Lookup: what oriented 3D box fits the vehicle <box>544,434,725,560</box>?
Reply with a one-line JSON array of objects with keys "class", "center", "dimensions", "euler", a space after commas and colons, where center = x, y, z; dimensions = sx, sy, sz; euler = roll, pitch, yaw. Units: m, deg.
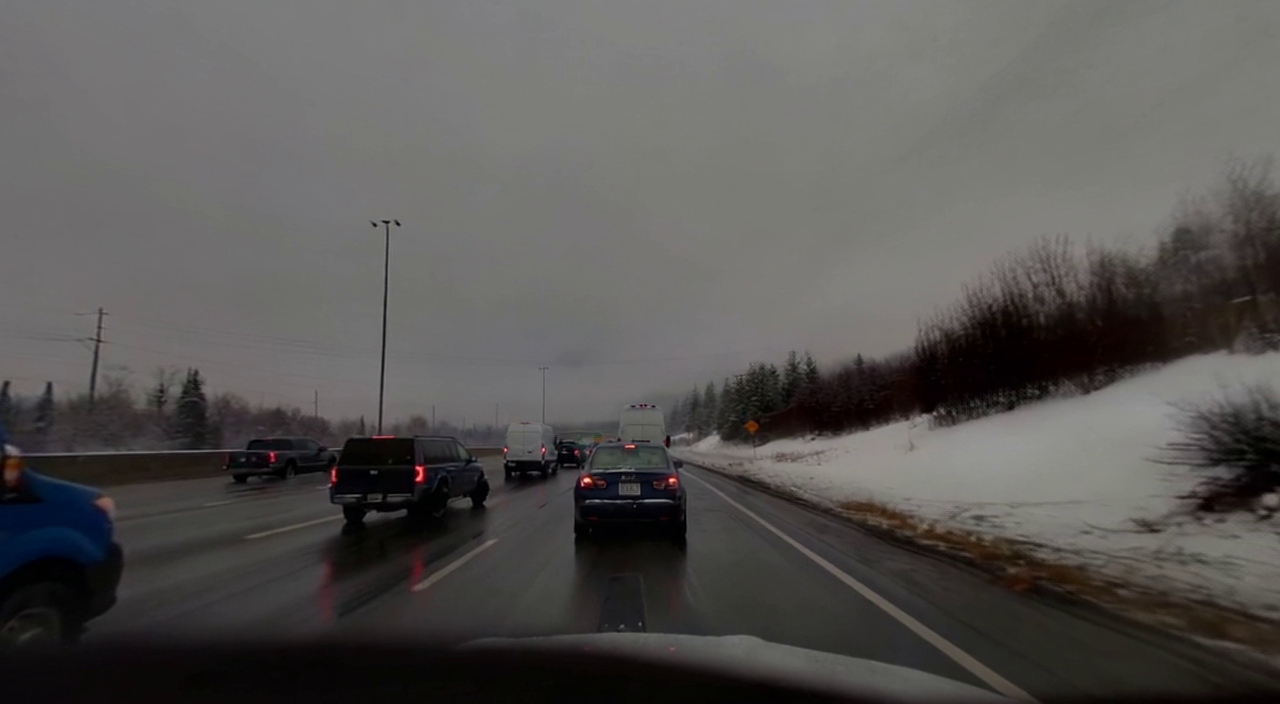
[{"class": "vehicle", "center": [-0.053, 1.951, 9.220], "dimensions": [2.054, 1.421, 4.090], "euler": [0, -8, 0]}]

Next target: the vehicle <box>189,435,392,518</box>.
[{"class": "vehicle", "center": [-7.272, 2.608, 13.704], "dimensions": [1.851, 1.497, 4.296], "euler": [0, -8, 2]}]

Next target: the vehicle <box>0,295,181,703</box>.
[{"class": "vehicle", "center": [-3.918, 0.541, 1.465], "dimensions": [2.142, 1.952, 4.556], "euler": [0, -8, 1]}]

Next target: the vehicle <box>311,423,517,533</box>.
[{"class": "vehicle", "center": [-3.888, 2.243, 11.823], "dimensions": [2.114, 1.657, 4.432], "euler": [0, -8, 2]}]
